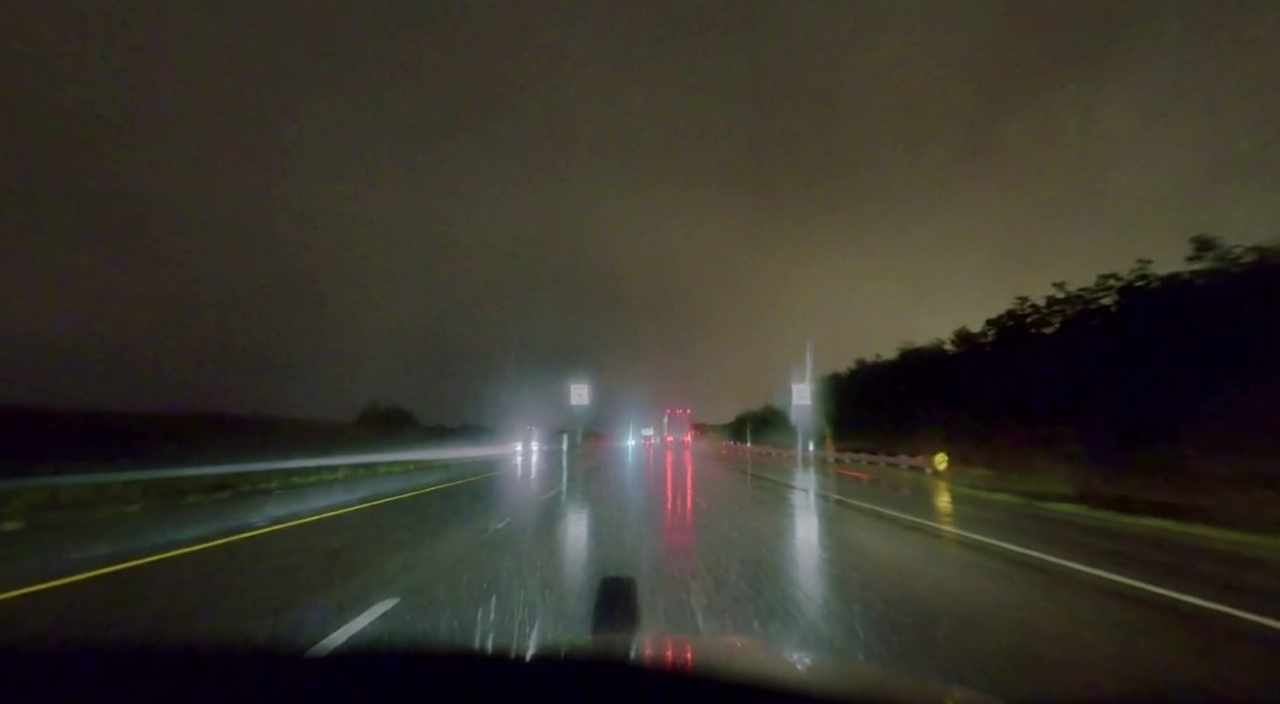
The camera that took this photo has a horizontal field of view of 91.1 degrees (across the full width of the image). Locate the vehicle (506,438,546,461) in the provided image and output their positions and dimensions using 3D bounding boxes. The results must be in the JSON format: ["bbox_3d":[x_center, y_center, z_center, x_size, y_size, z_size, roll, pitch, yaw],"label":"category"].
[{"bbox_3d":[-8.099,6.950,45.030,1.932,1.500,4.449,0,-8,0],"label":"vehicle"}]
